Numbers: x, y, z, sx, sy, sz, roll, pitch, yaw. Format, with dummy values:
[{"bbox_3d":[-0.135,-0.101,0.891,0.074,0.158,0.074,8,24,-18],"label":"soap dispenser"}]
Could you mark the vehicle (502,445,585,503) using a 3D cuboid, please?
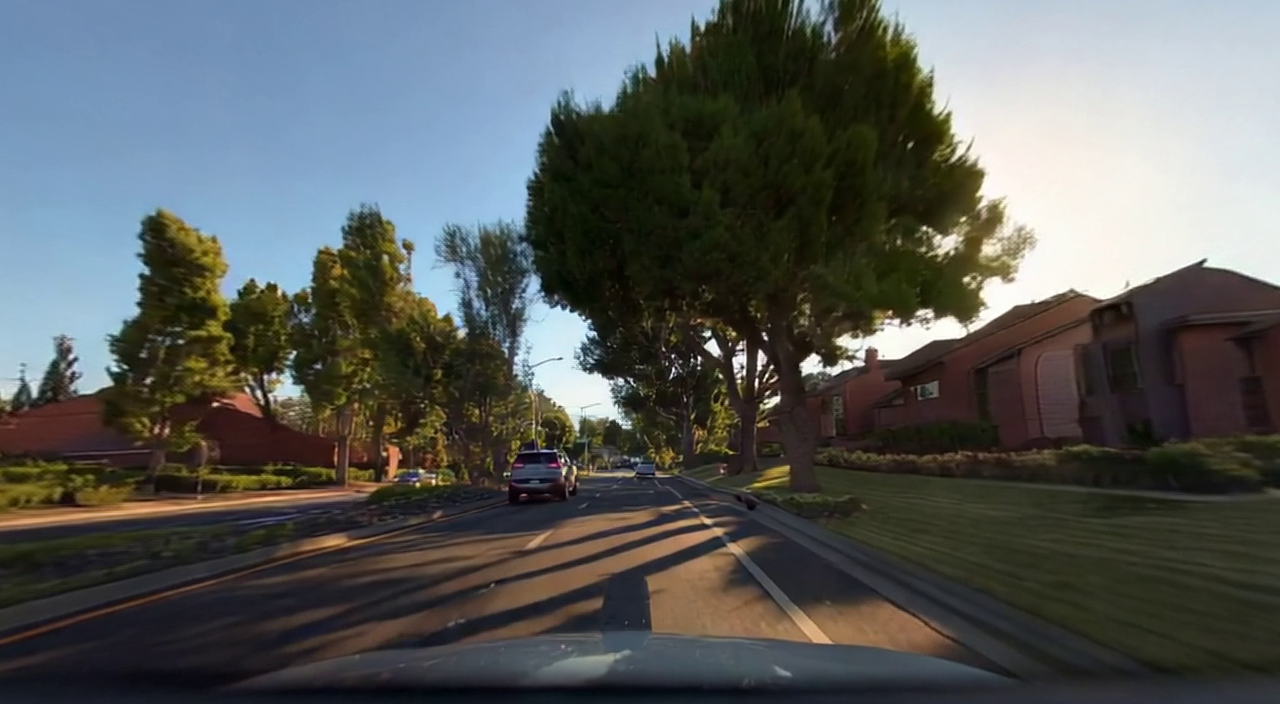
[{"bbox_3d":[-3.150,4.078,21.576,2.073,1.770,4.302,0,-8,1],"label":"vehicle"}]
